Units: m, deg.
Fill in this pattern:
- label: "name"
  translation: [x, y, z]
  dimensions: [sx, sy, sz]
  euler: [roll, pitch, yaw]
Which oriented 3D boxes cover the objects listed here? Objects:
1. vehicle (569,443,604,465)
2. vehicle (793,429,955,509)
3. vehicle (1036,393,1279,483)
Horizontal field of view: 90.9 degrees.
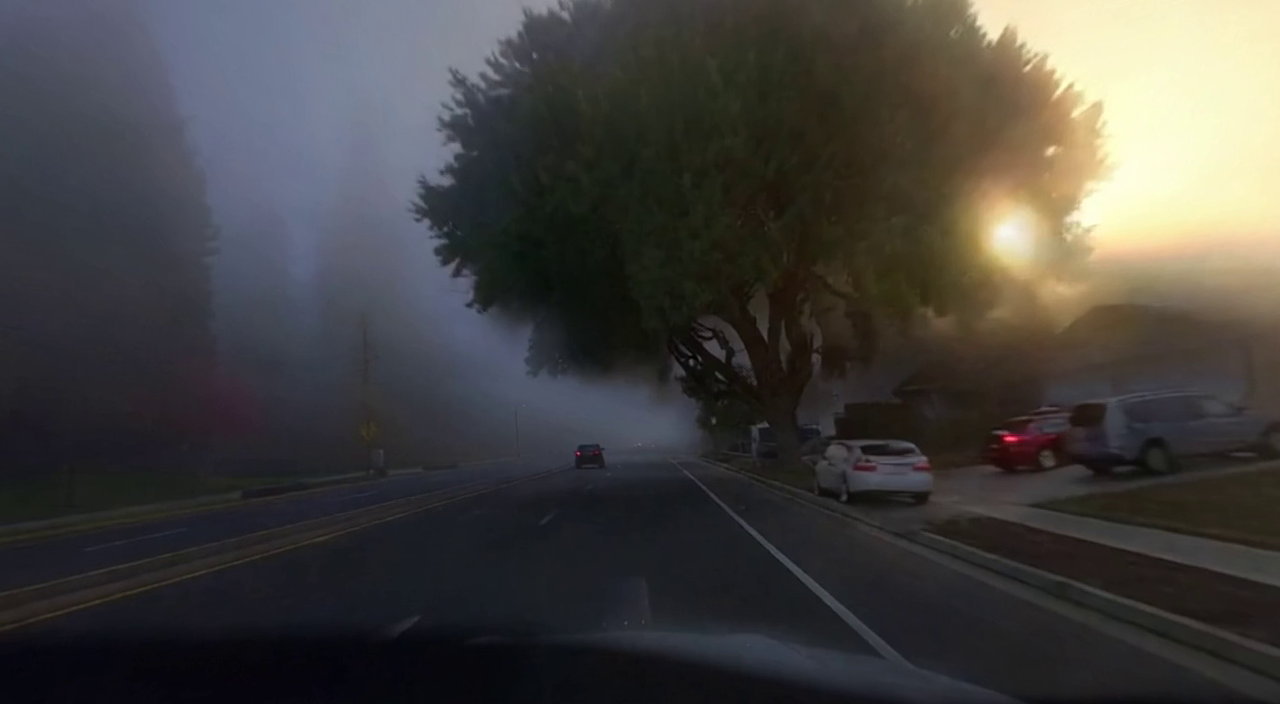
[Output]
- label: "vehicle"
  translation: [-3.631, 6.952, 43.238]
  dimensions: [1.973, 1.400, 3.915]
  euler: [0, -9, 1]
- label: "vehicle"
  translation: [5.094, 2.616, 14.539]
  dimensions: [1.995, 1.546, 4.474]
  euler: [0, -9, 0]
- label: "vehicle"
  translation: [10.872, 1.773, 12.946]
  dimensions: [4.037, 1.673, 1.983]
  euler: [-1, -9, 2]
